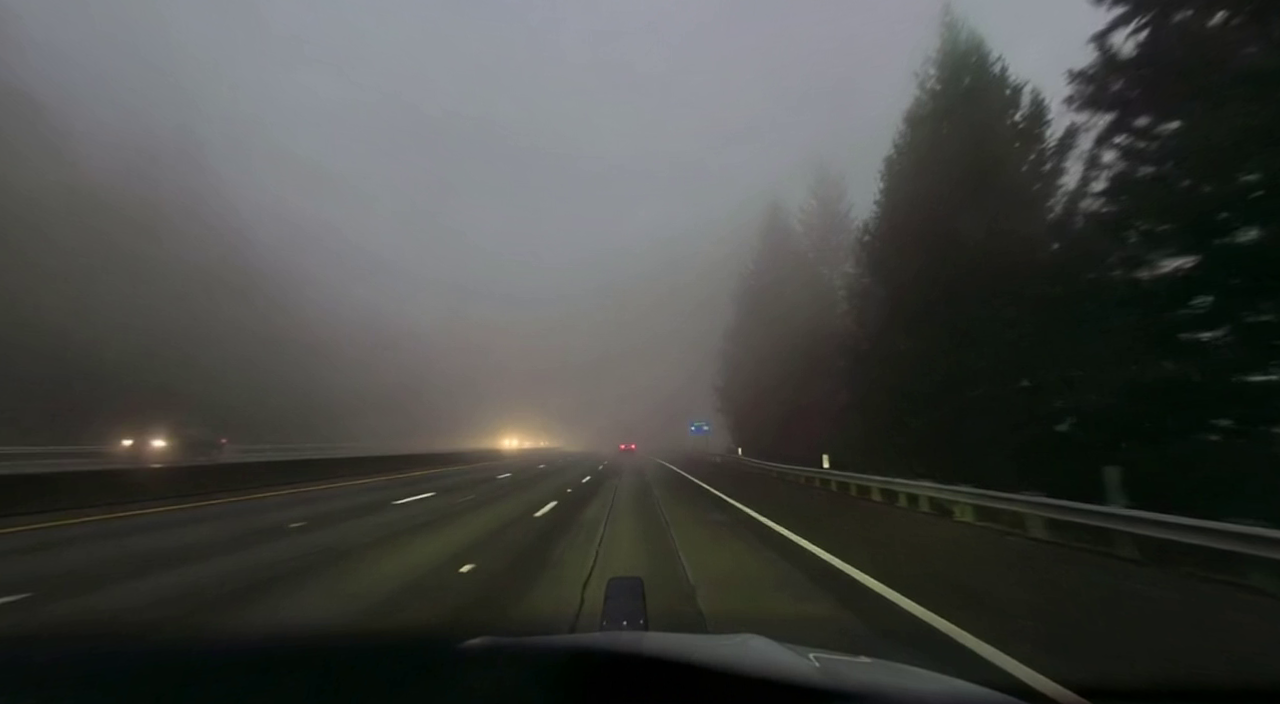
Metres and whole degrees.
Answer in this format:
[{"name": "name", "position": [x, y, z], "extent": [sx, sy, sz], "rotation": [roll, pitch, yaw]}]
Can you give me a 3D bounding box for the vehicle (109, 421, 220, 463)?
[{"name": "vehicle", "position": [-25.301, 4.836, 33.677], "extent": [2.103, 2.038, 4.875], "rotation": [0, -9, 0]}]
